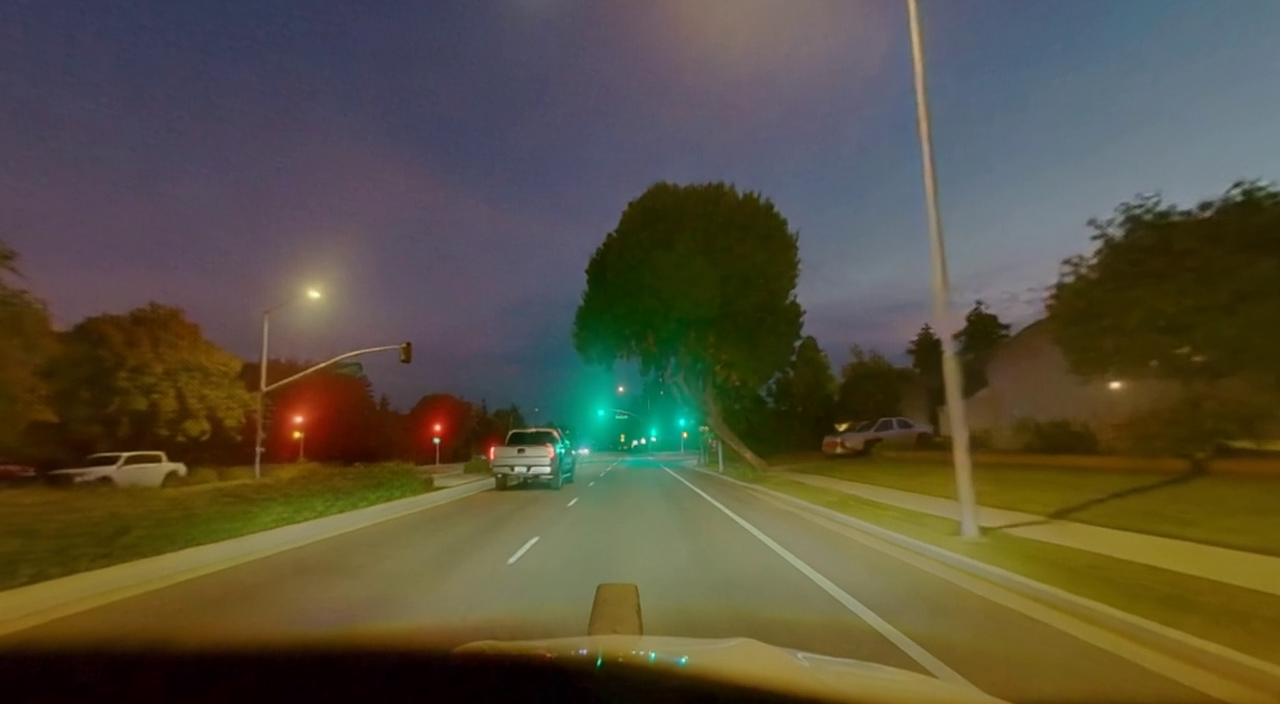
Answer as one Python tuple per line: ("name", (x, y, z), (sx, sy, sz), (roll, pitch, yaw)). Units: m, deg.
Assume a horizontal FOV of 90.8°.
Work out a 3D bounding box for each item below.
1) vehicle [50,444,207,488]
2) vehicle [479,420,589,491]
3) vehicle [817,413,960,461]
("vehicle", (-21.305, 4.741, 26.490), (4.669, 1.745, 2.156), (0, -9, 1))
("vehicle", (-3.239, 3.371, 20.822), (2.508, 2.001, 5.880), (0, -9, 1))
("vehicle", (10.040, 3.480, 25.776), (4.882, 1.839, 2.243), (1, -9, -7))
